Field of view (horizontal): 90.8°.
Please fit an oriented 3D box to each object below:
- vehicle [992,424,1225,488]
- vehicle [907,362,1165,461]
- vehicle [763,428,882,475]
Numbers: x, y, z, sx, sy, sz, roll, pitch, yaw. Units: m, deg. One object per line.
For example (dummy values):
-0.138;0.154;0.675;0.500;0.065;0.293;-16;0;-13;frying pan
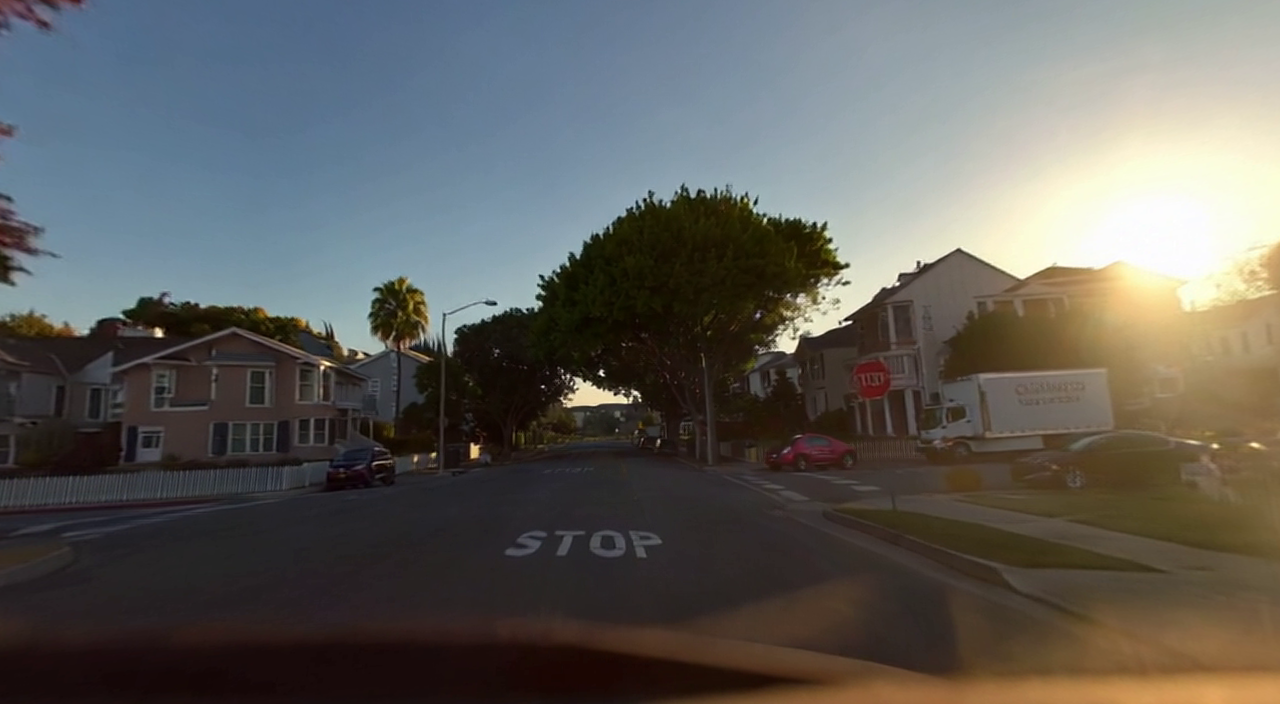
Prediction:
11.925;2.658;16.307;4.488;1.507;1.954;0;-9;-3;vehicle
14.903;2.351;24.304;7.759;3.523;2.930;0;-9;0;vehicle
6.933;3.837;24.372;3.867;1.710;2.107;0;-9;-2;vehicle
